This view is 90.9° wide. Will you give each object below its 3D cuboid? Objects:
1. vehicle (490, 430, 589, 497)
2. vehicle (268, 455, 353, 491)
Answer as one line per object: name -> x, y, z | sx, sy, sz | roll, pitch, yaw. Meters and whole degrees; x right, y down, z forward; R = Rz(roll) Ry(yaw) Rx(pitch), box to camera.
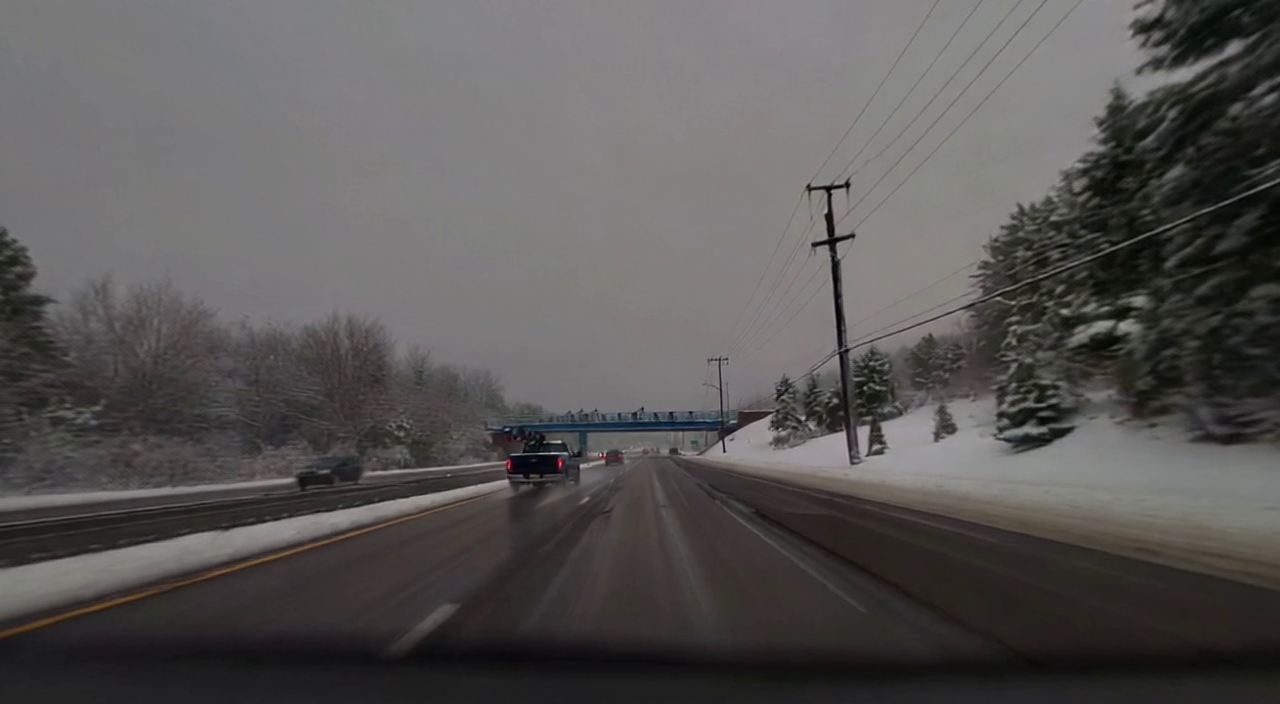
vehicle -> -3.207, 3.743, 21.495 | 2.369, 1.948, 5.343 | 0, -9, 1
vehicle -> -16.353, 5.991, 31.511 | 1.867, 1.572, 4.281 | 0, -9, 1
